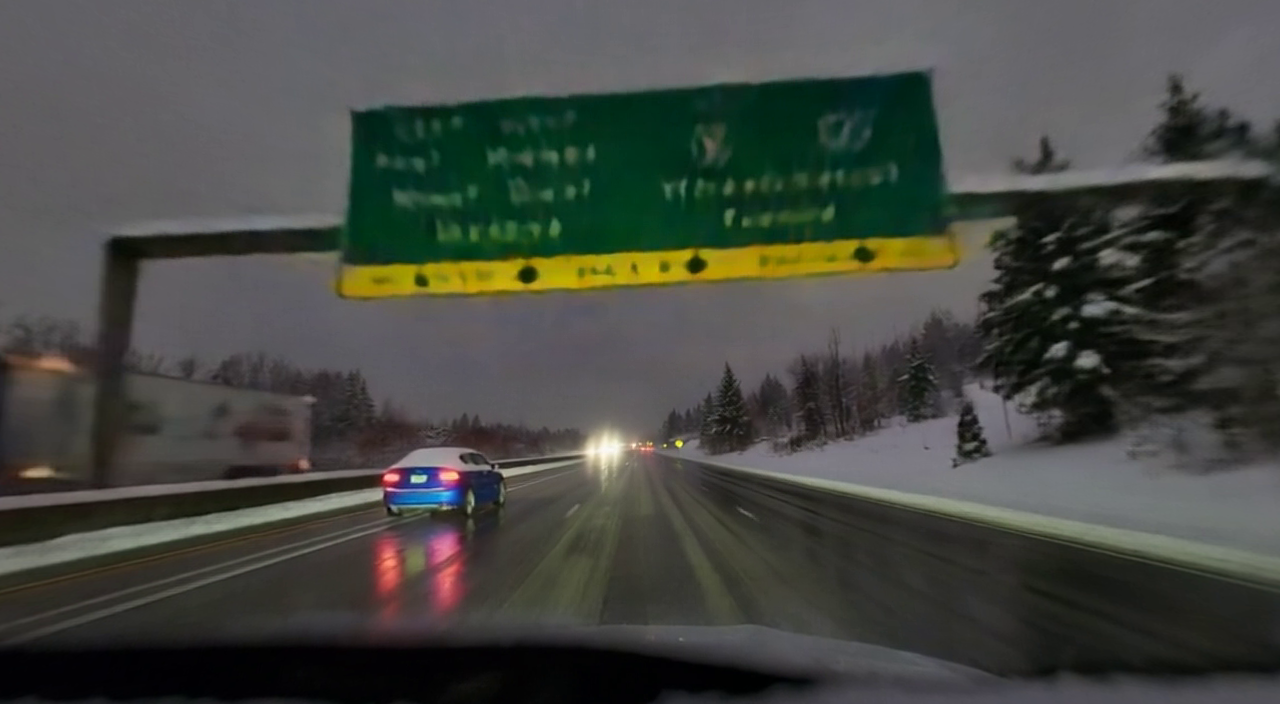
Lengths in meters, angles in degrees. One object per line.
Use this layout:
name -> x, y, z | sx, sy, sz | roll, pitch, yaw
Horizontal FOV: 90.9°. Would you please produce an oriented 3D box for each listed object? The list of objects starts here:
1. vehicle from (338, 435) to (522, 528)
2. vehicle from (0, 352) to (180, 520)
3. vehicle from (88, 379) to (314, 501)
vehicle -> -4.021, 2.573, 13.088 | 2.160, 1.552, 4.592 | 0, -9, 1
vehicle -> -16.726, 2.075, 15.487 | 3.005, 3.955, 10.110 | 0, -9, 0
vehicle -> -16.715, 3.557, 25.120 | 2.844, 4.017, 8.298 | 0, -9, 0
